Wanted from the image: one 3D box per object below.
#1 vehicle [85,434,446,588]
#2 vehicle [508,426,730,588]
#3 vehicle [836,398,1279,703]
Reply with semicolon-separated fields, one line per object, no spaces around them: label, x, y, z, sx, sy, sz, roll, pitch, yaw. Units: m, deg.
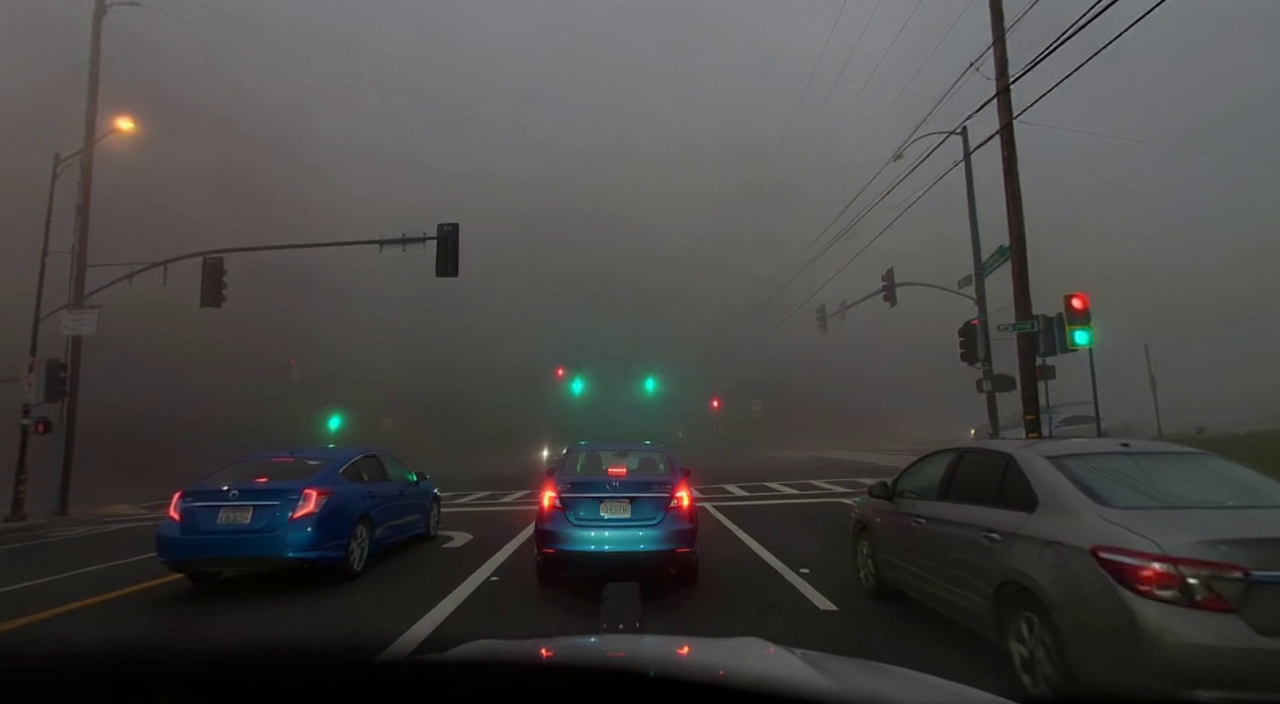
vehicle;-4.363;1.883;8.435;2.106;1.492;4.312;0;-8;1
vehicle;-0.223;1.757;8.039;2.061;1.485;4.196;0;-8;-1
vehicle;2.910;1.203;4.354;1.860;1.494;3.707;0;-8;-1
